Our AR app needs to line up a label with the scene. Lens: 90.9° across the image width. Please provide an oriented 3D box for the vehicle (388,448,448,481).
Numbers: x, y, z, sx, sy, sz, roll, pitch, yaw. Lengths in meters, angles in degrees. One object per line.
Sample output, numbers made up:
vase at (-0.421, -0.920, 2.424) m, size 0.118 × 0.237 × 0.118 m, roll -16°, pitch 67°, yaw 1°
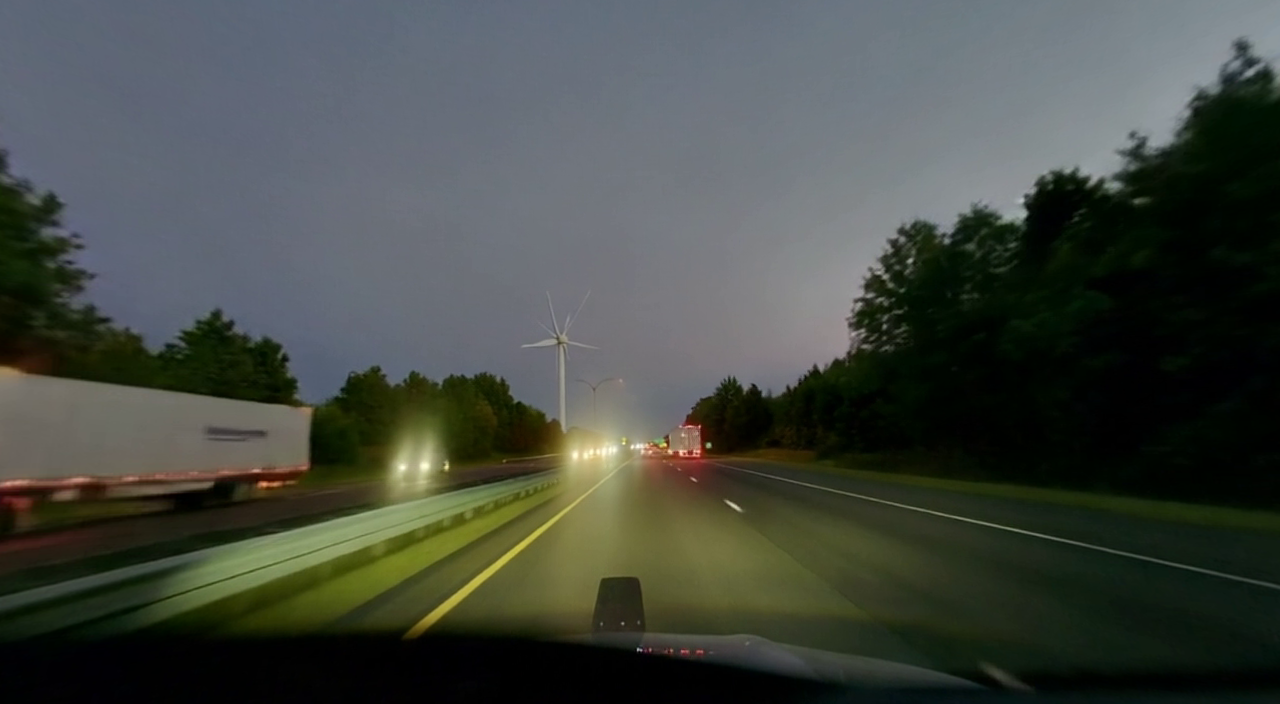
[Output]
vehicle at (-14.666, 7.448, 42.019) m, size 2.094 × 1.999 × 4.762 m, roll -1°, pitch -9°, yaw 2°

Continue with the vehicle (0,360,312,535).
vehicle at (-16.265, 3.180, 20.613) m, size 2.905 × 4.067 × 14.085 m, roll -1°, pitch -9°, yaw 3°
